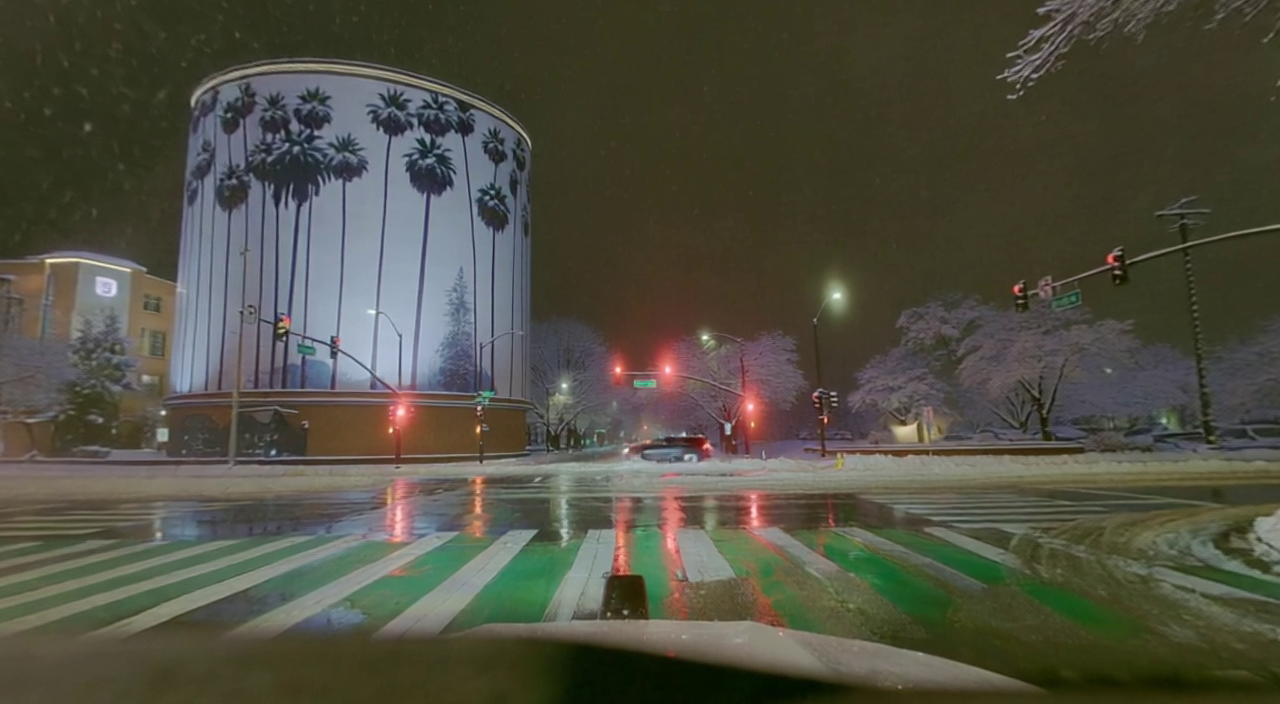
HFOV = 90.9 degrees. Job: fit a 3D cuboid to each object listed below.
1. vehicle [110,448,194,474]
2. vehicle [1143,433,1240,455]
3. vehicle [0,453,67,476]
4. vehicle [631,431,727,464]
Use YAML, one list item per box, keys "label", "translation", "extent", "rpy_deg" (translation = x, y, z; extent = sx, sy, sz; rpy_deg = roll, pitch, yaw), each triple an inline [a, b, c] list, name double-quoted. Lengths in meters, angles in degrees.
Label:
- label: "vehicle"
  translation: [-33.074, 7.398, 42.760]
  extent: [4.136, 1.661, 1.857]
  rpy_deg: [0, -8, 1]
- label: "vehicle"
  translation: [36.033, 6.026, 41.249]
  extent: [4.606, 1.449, 1.687]
  rpy_deg: [0, -8, 2]
- label: "vehicle"
  translation: [-41.665, 7.603, 42.778]
  extent: [3.698, 1.508, 1.779]
  rpy_deg: [0, -8, 1]
- label: "vehicle"
  translation: [2.265, 5.654, 37.311]
  extent: [5.477, 1.880, 2.125]
  rpy_deg: [0, -8, 1]
